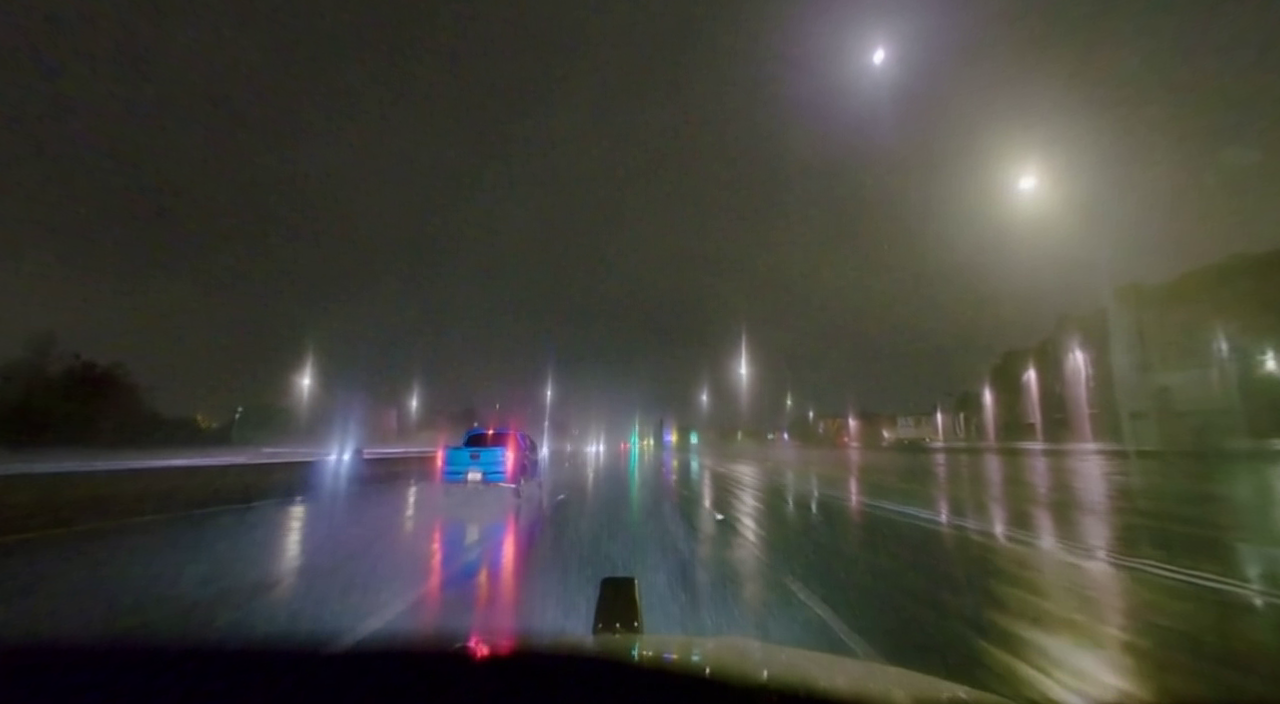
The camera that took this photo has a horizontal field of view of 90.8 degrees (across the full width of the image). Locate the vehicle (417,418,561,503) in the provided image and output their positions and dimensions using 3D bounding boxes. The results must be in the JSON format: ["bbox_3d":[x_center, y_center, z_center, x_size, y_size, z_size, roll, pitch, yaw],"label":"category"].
[{"bbox_3d":[-3.978,3.027,18.060,2.529,2.003,5.904,0,-9,1],"label":"vehicle"}]
